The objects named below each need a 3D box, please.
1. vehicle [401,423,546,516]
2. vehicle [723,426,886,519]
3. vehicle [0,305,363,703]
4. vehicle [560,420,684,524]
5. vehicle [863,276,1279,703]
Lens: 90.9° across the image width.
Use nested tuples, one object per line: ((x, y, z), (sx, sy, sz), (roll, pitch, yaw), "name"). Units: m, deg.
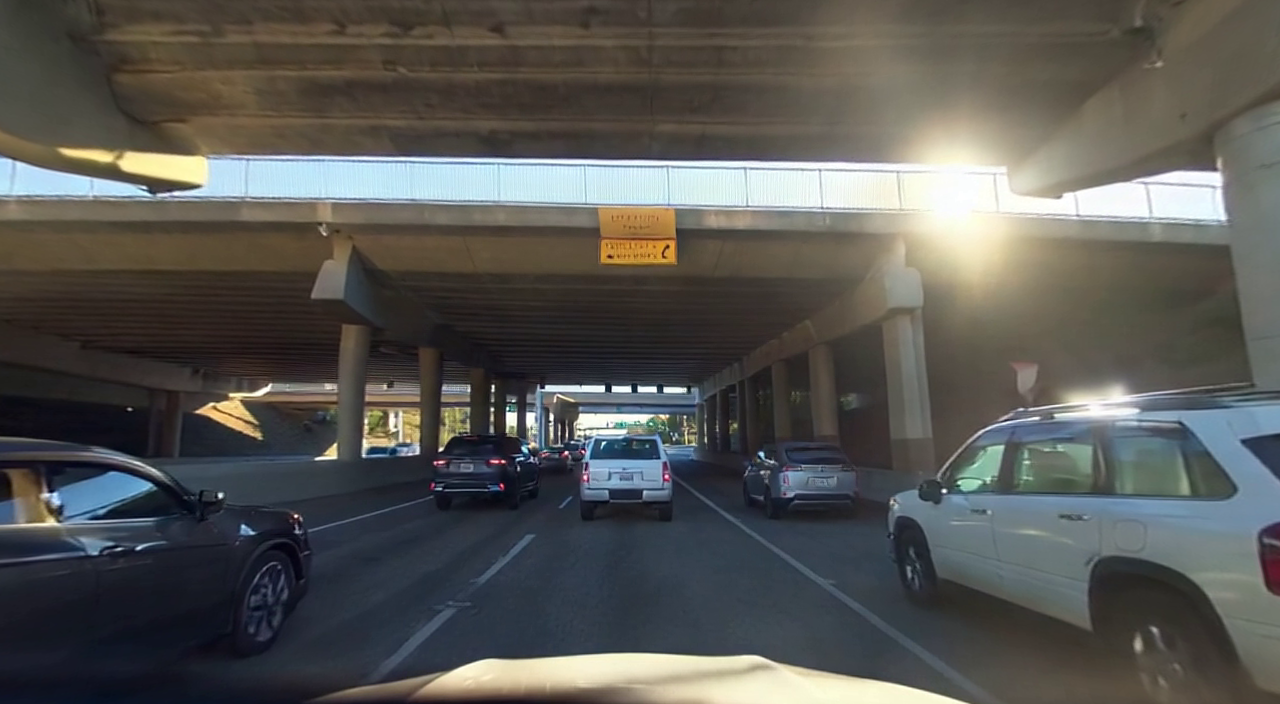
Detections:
((-3.437, 2.521, 13.963), (2.127, 1.720, 4.064), (0, -9, -1), "vehicle")
((3.436, 2.657, 14.557), (2.234, 1.720, 5.378), (0, -9, -1), "vehicle")
((-3.432, 0.840, 3.025), (2.074, 1.814, 4.596), (0, -9, 0), "vehicle")
((-0.352, 2.332, 12.686), (2.097, 1.748, 3.794), (0, -9, -1), "vehicle")
((3.692, 1.017, 4.543), (2.401, 1.968, 4.841), (0, -9, 1), "vehicle")
